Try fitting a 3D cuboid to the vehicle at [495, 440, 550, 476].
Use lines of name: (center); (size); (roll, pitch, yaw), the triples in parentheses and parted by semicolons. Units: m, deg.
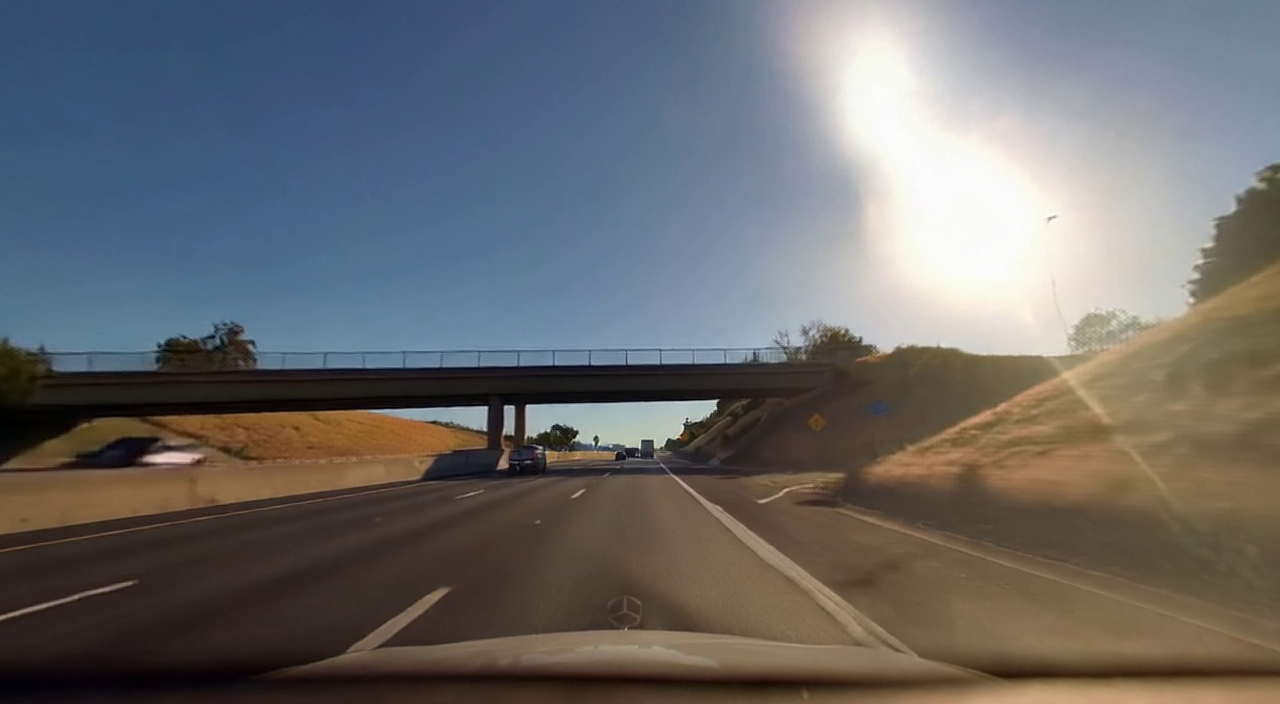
vehicle: (-6.791, 6.197, 37.130); (2.232, 1.947, 5.180); (0, -9, 0)
